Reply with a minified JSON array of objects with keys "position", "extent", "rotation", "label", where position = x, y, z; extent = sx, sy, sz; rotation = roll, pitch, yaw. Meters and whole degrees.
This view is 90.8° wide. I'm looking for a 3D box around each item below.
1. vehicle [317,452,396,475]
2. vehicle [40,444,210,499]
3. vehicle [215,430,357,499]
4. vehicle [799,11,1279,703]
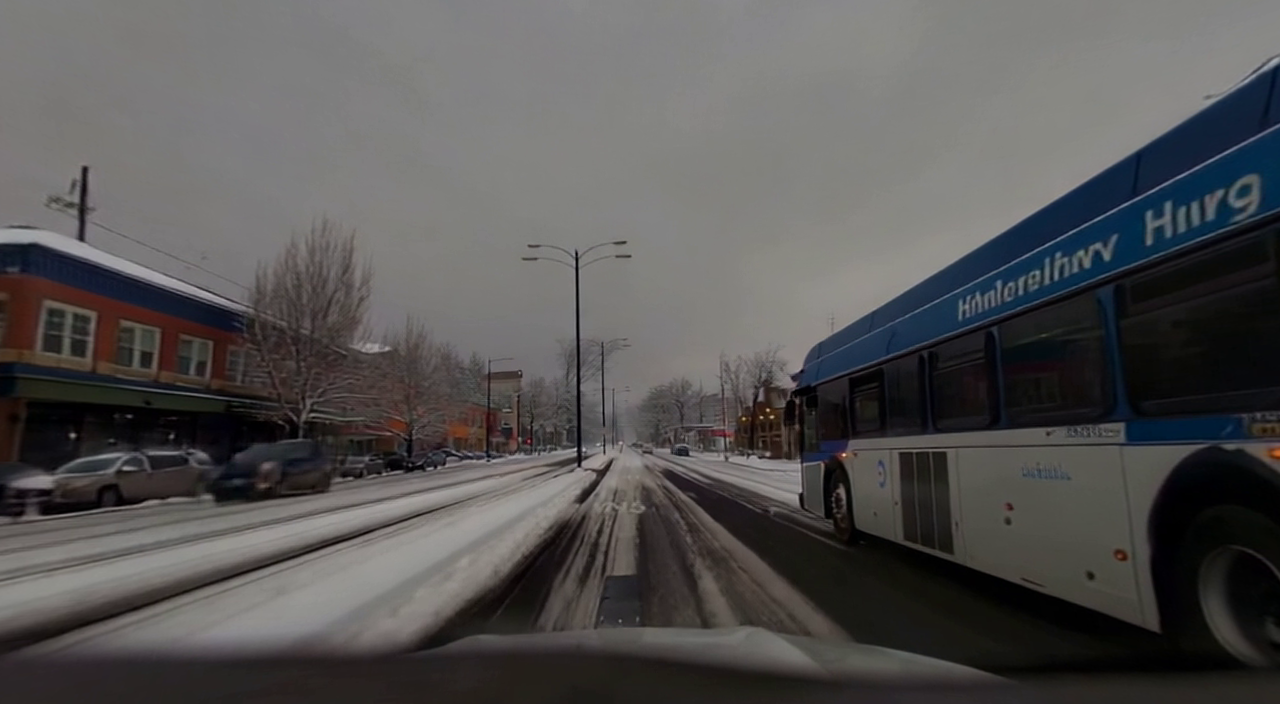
[{"position":[-19.601,7.715,43.793],"extent":[4.522,1.469,1.840],"rotation":[1,-8,-4],"label":"vehicle"},{"position":[-18.127,4.191,22.397],"extent":[4.392,1.800,1.902],"rotation":[-1,-8,4],"label":"vehicle"},{"position":[-11.568,3.679,21.137],"extent":[2.084,2.027,4.557],"rotation":[0,-8,0],"label":"vehicle"},{"position":[4.453,0.423,4.669],"extent":[3.194,3.345,12.428],"rotation":[0,-8,-1],"label":"vehicle"}]
